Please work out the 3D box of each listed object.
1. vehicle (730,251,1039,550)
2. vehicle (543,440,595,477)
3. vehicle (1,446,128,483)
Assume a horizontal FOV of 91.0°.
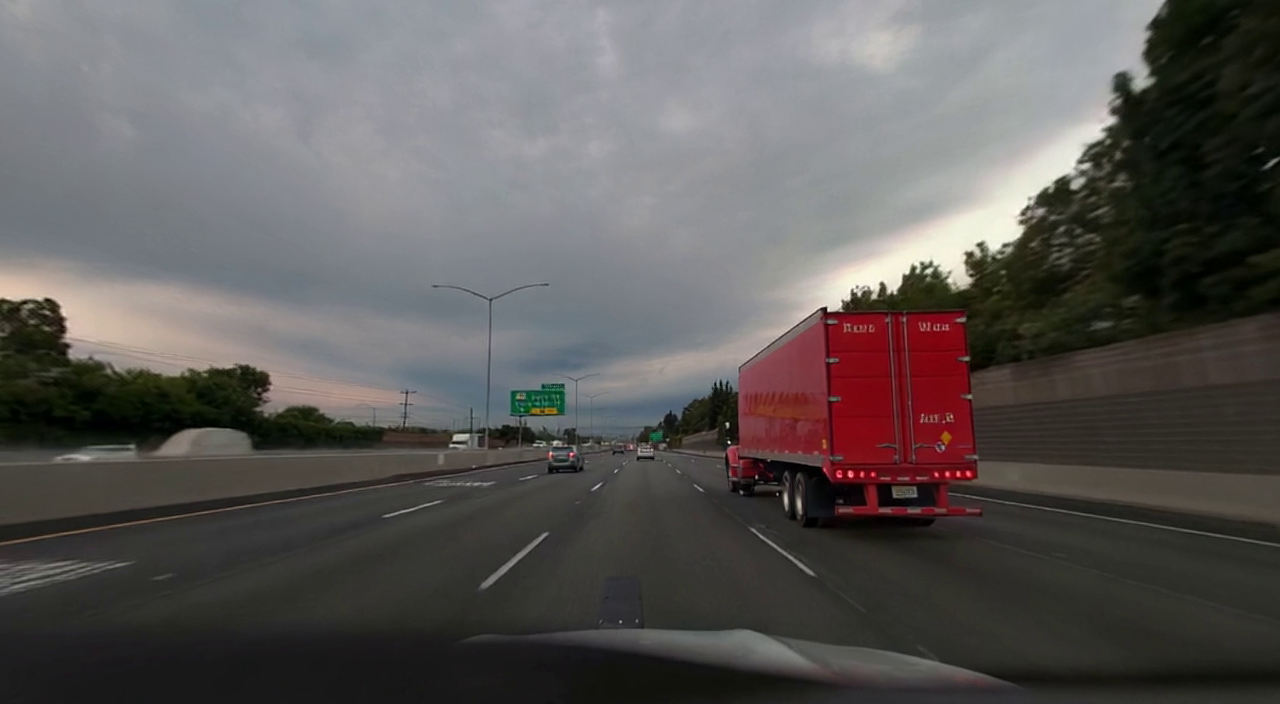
[{"bbox_3d":[3.743,1.122,12.109,3.042,4.037,7.253,0,-9,1],"label":"vehicle"},{"bbox_3d":[-3.367,5.145,30.556,2.000,1.658,4.155,0,-9,1],"label":"vehicle"},{"bbox_3d":[-24.950,4.857,27.502,1.858,1.516,3.827,0,-9,1],"label":"vehicle"}]
